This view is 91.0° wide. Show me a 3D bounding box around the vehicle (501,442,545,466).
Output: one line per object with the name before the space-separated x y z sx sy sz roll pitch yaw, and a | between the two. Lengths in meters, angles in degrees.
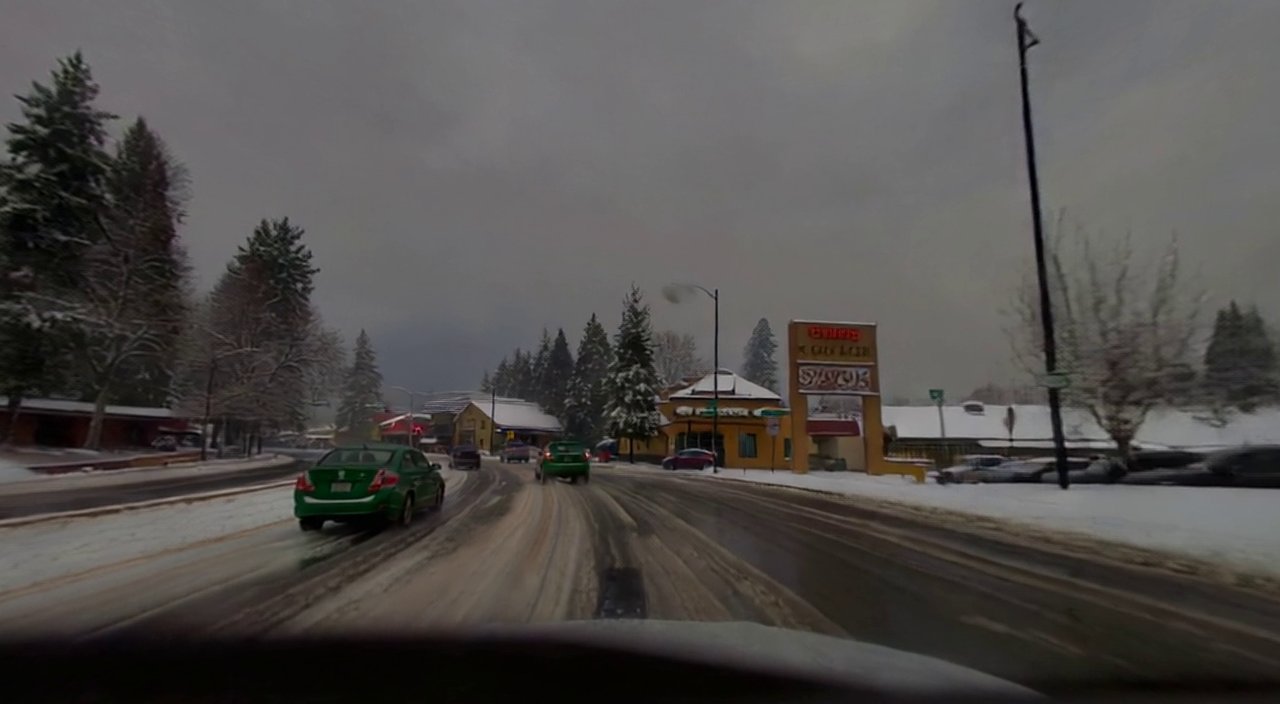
vehicle | -7.362 6.331 39.236 1.920 1.416 4.310 3 -9 -20

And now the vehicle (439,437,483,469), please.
vehicle | -9.489 5.283 33.118 2.042 1.593 3.956 3 -9 -17

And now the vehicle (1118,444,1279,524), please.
vehicle | 13.936 2.922 14.238 4.442 1.646 2.106 0 -8 2

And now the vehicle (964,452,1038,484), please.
vehicle | 20.904 6.636 36.359 4.486 1.658 2.031 6 -10 -37

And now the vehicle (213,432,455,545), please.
vehicle | -4.788 2.172 10.881 2.105 1.477 4.857 1 -8 -5

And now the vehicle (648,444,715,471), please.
vehicle | 2.765 7.216 43.361 2.095 1.697 4.801 6 -10 -34

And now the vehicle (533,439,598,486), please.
vehicle | -2.769 3.883 22.544 2.001 1.483 4.442 2 -8 -11
